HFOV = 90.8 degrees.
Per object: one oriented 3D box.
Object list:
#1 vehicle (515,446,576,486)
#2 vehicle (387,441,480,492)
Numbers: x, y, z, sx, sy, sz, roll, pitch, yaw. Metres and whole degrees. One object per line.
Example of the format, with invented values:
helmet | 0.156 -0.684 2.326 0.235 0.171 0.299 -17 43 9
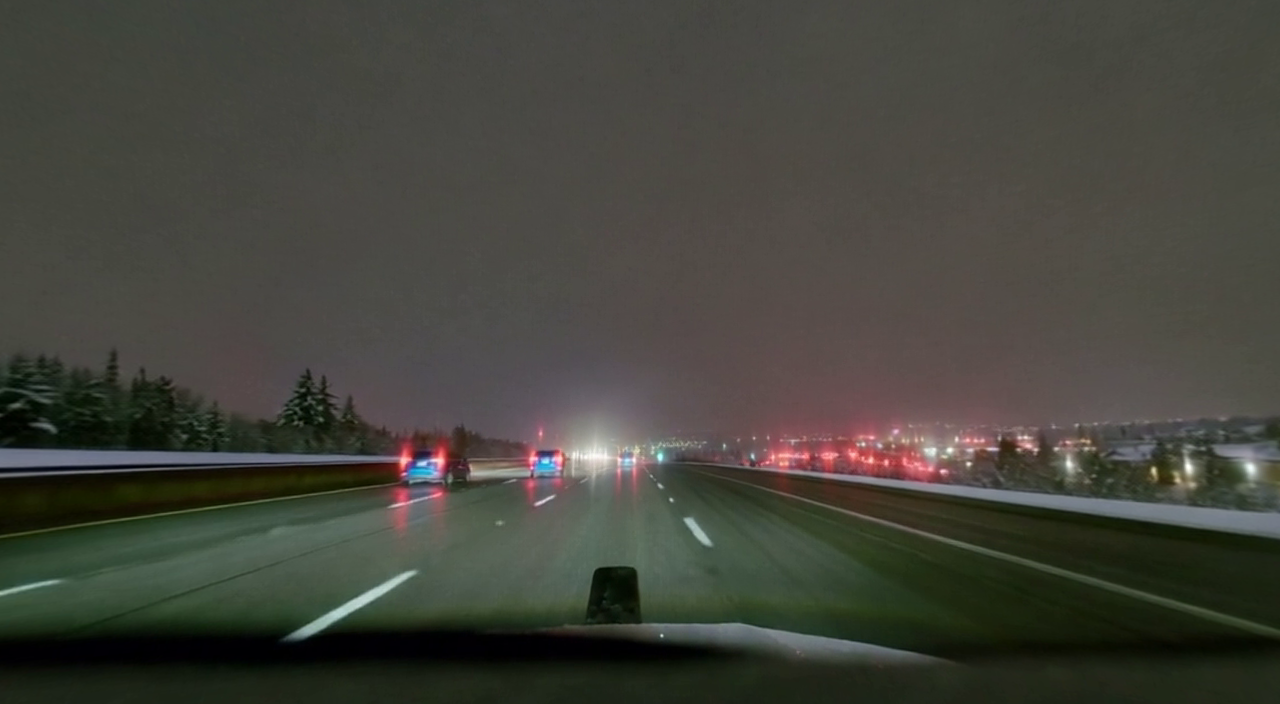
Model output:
vehicle | -4.217 5.155 28.862 2.075 1.702 4.257 0 -9 0
vehicle | -8.115 4.538 25.370 2.040 1.824 4.917 0 -9 0
